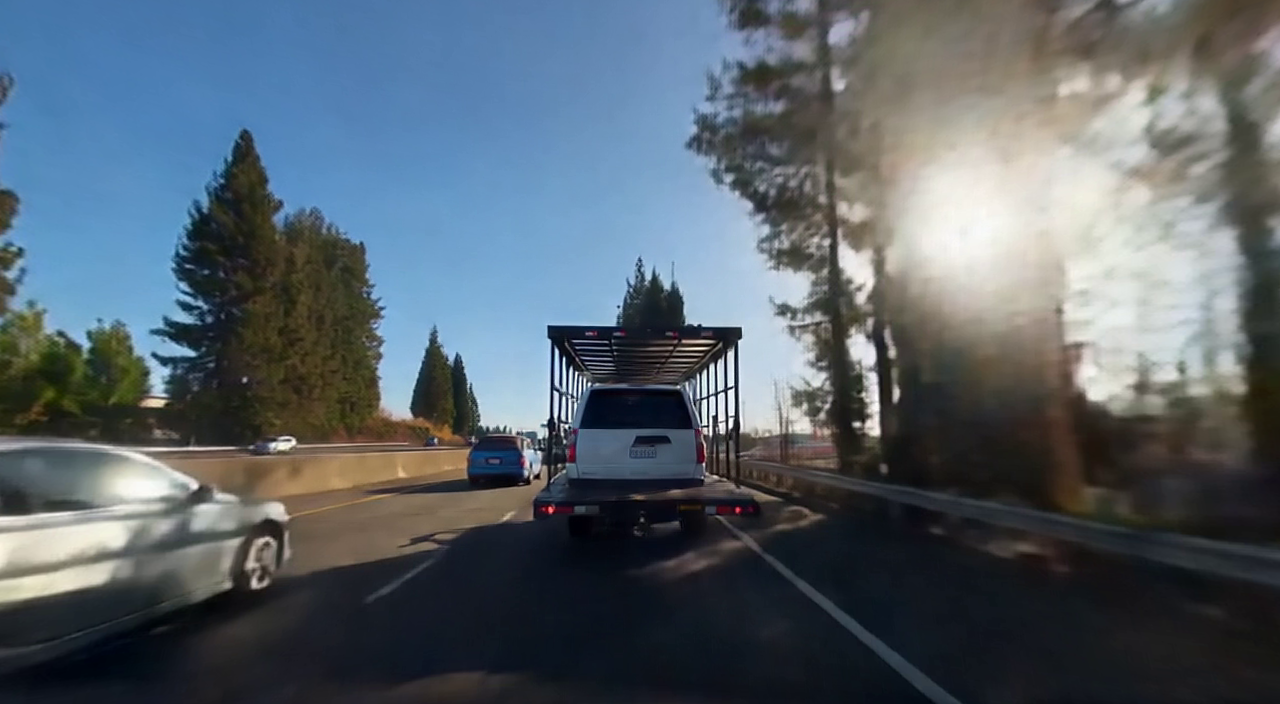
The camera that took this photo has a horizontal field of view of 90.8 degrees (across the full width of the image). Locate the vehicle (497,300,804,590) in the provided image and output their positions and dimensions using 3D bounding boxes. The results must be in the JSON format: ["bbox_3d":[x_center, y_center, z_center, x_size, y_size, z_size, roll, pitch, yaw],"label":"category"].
[{"bbox_3d":[-0.165,1.582,10.947,2.735,2.597,10.435,1,-9,-3],"label":"vehicle"}]

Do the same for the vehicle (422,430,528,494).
[{"bbox_3d":[-4.746,3.237,18.940,2.057,1.665,4.572,0,-9,-2],"label":"vehicle"}]

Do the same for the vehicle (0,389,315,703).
[{"bbox_3d":[-3.842,0.942,2.831,2.155,1.513,4.964,0,-9,0],"label":"vehicle"}]

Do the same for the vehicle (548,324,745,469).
[{"bbox_3d":[-0.023,0.829,9.325,2.156,1.604,4.680,0,-9,-2],"label":"vehicle"}]
